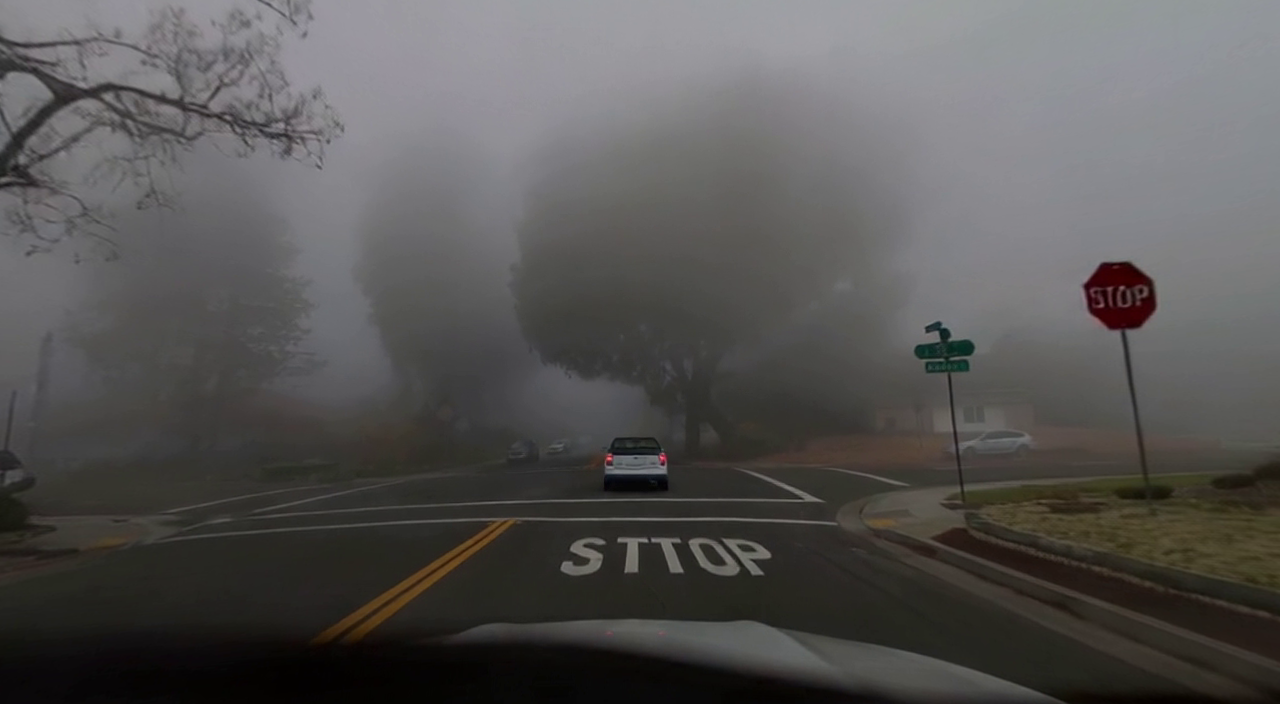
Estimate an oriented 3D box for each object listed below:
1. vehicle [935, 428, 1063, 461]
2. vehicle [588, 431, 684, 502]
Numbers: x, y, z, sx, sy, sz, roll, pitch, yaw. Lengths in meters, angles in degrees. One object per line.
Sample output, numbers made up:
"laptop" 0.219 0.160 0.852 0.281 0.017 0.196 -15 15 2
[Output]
"vehicle" 16.643 4.303 29.316 4.748 1.488 2.029 0 -8 -4
"vehicle" -0.175 2.751 15.592 2.043 1.484 4.340 0 -8 -2
